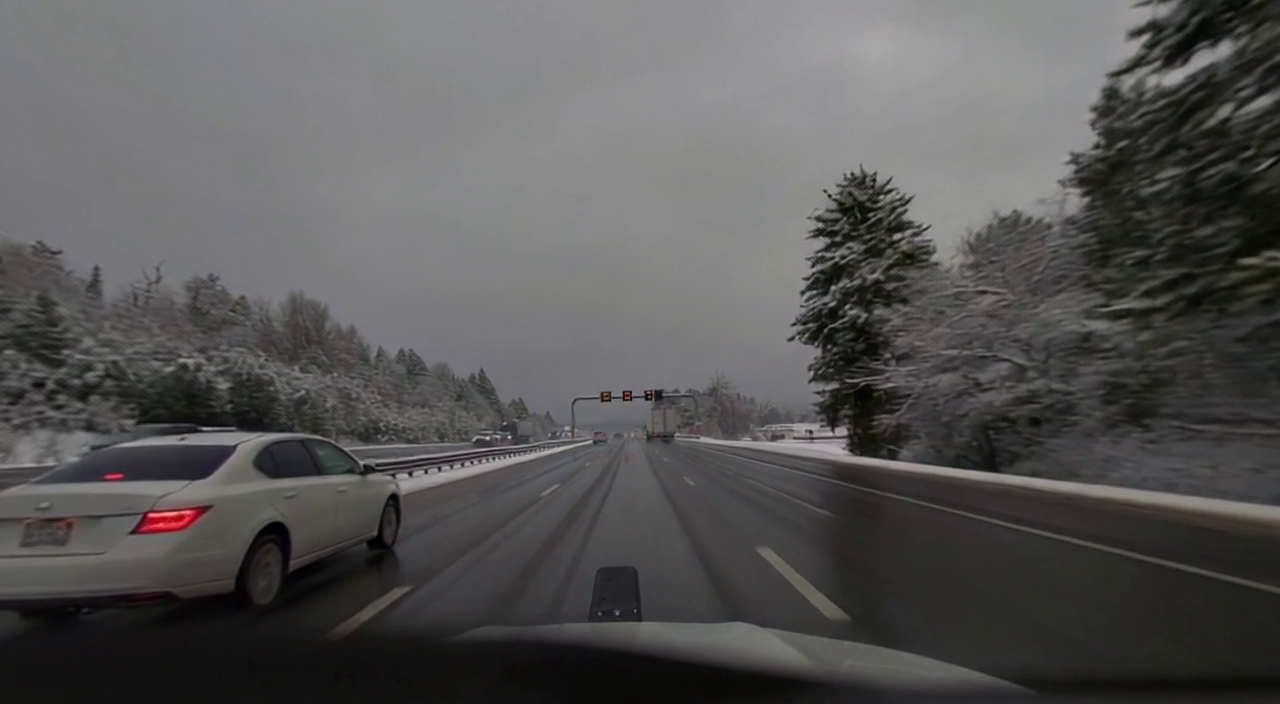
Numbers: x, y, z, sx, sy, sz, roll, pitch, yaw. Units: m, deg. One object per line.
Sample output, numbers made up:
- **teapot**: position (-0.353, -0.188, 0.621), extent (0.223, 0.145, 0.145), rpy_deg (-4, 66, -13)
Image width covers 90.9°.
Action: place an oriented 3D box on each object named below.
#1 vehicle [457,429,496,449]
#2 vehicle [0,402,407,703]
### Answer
- **vehicle**: position (-12.768, 6.848, 49.442), extent (1.953, 1.473, 4.444), rpy_deg (0, -7, -1)
- **vehicle**: position (-3.735, 1.251, 5.227), extent (1.971, 1.444, 4.401), rpy_deg (0, -7, -1)
